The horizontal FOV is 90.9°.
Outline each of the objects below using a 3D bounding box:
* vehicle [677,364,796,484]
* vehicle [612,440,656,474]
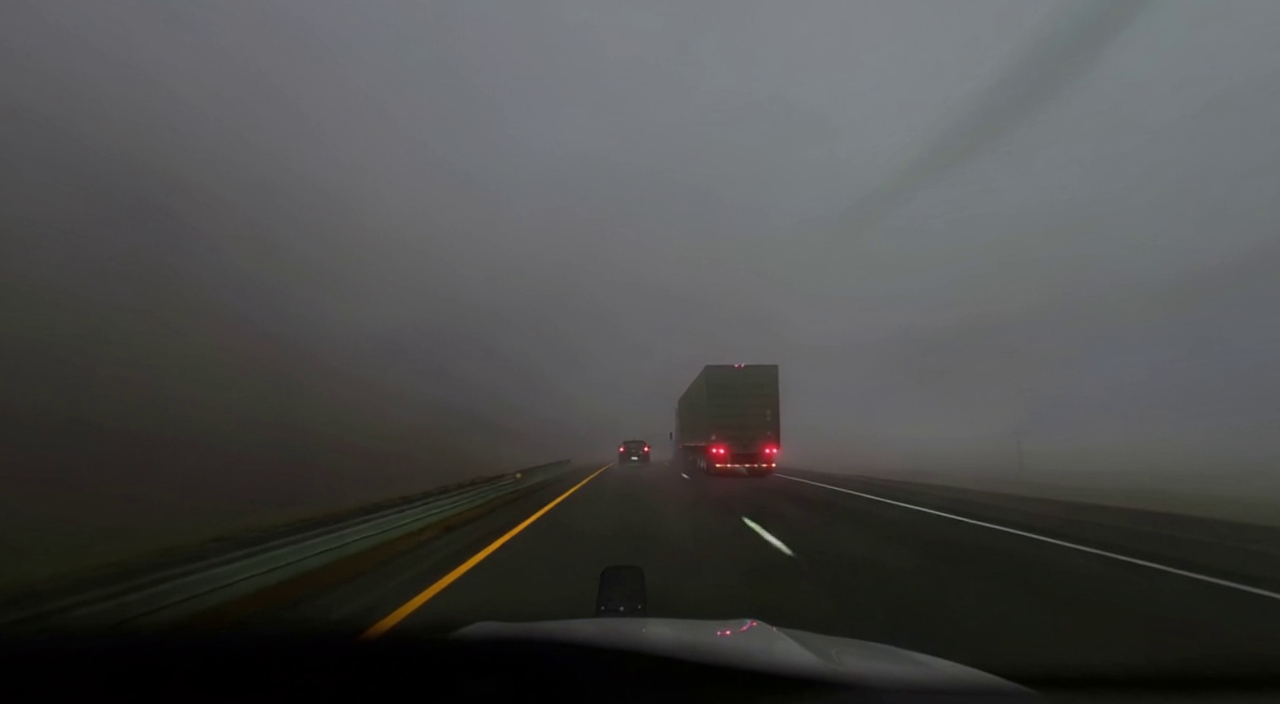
[{"bbox_3d":[3.828,3.673,30.005,2.929,4.158,15.921,0,-9,-1],"label":"vehicle"},{"bbox_3d":[-0.265,5.071,30.754,1.968,1.515,4.025,0,-8,0],"label":"vehicle"}]
